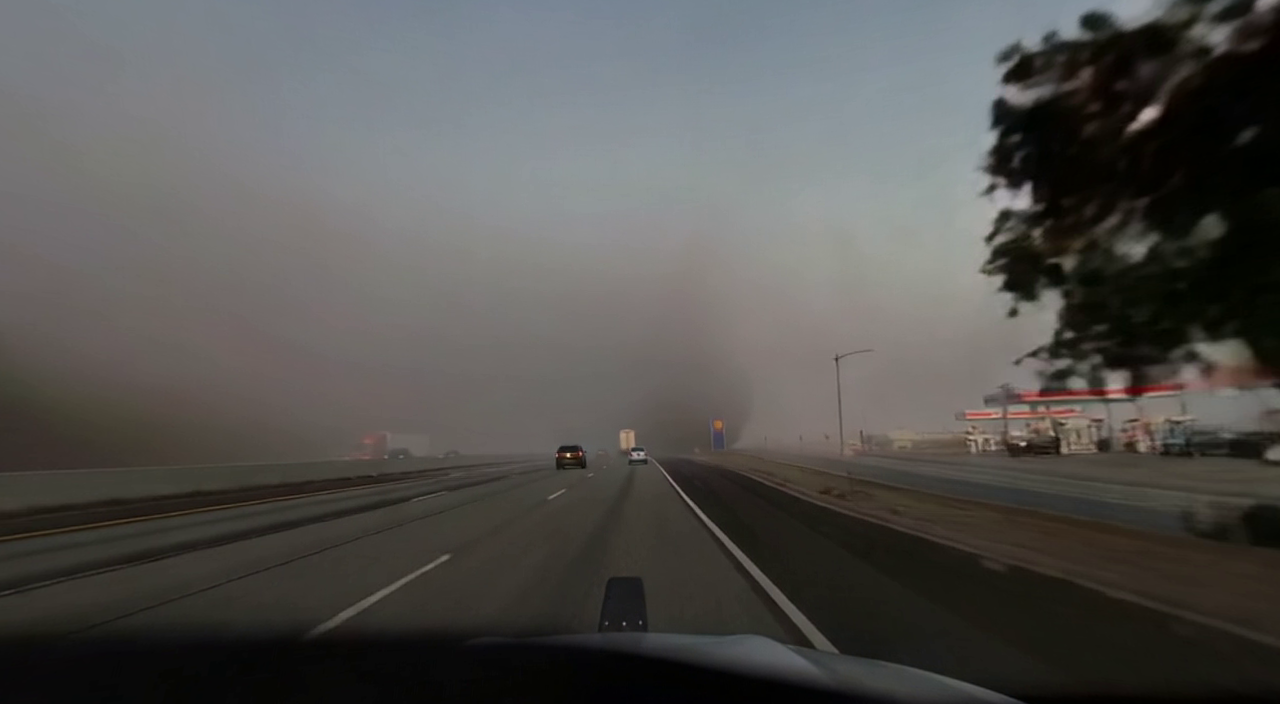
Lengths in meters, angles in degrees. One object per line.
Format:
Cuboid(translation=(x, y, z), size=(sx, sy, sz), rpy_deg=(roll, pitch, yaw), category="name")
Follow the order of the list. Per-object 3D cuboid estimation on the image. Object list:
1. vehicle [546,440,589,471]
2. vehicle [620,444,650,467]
Cuboid(translation=(-4.618, 6.706, 41.010), size=(2.273, 1.884, 4.515), rpy_deg=(0, -8, 0), category="vehicle")
Cuboid(translation=(-0.375, 7.244, 44.223), size=(1.982, 1.524, 3.800), rpy_deg=(0, -8, -2), category="vehicle")
